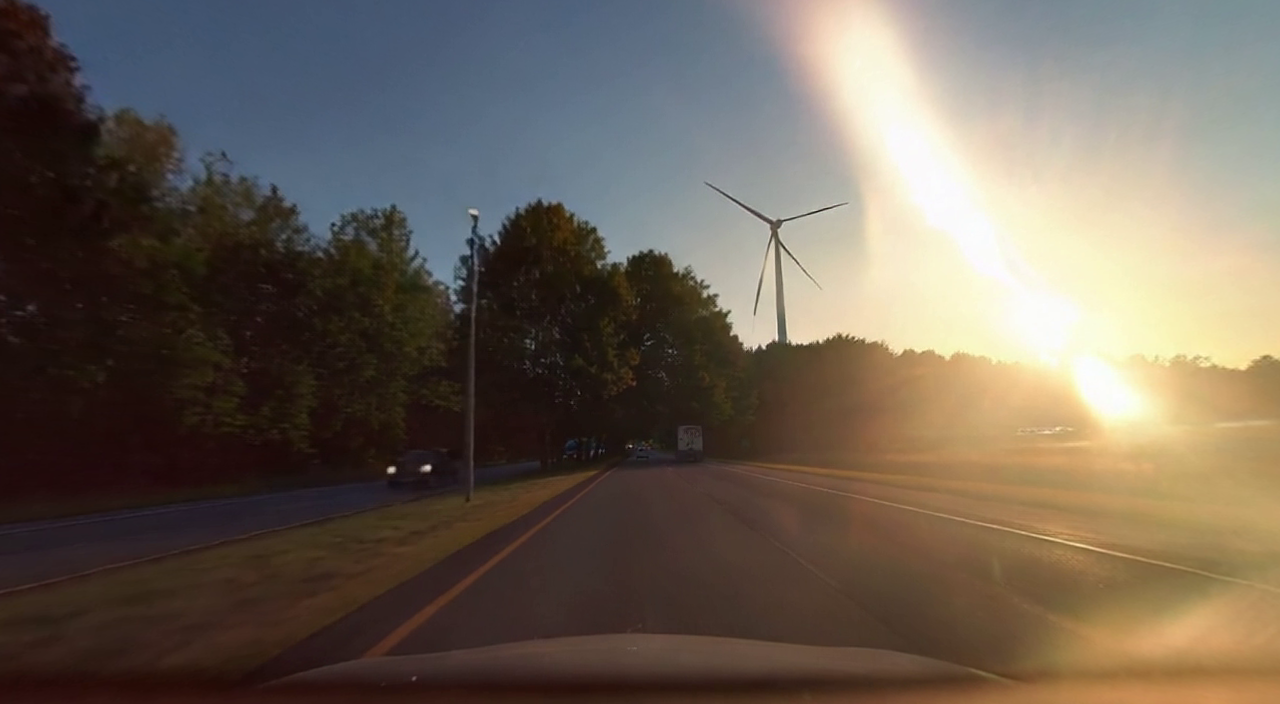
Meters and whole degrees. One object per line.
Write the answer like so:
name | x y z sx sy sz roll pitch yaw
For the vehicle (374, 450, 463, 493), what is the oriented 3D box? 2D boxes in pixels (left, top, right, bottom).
vehicle | -8.990 4.867 26.033 2.015 1.591 4.542 0 -9 0
